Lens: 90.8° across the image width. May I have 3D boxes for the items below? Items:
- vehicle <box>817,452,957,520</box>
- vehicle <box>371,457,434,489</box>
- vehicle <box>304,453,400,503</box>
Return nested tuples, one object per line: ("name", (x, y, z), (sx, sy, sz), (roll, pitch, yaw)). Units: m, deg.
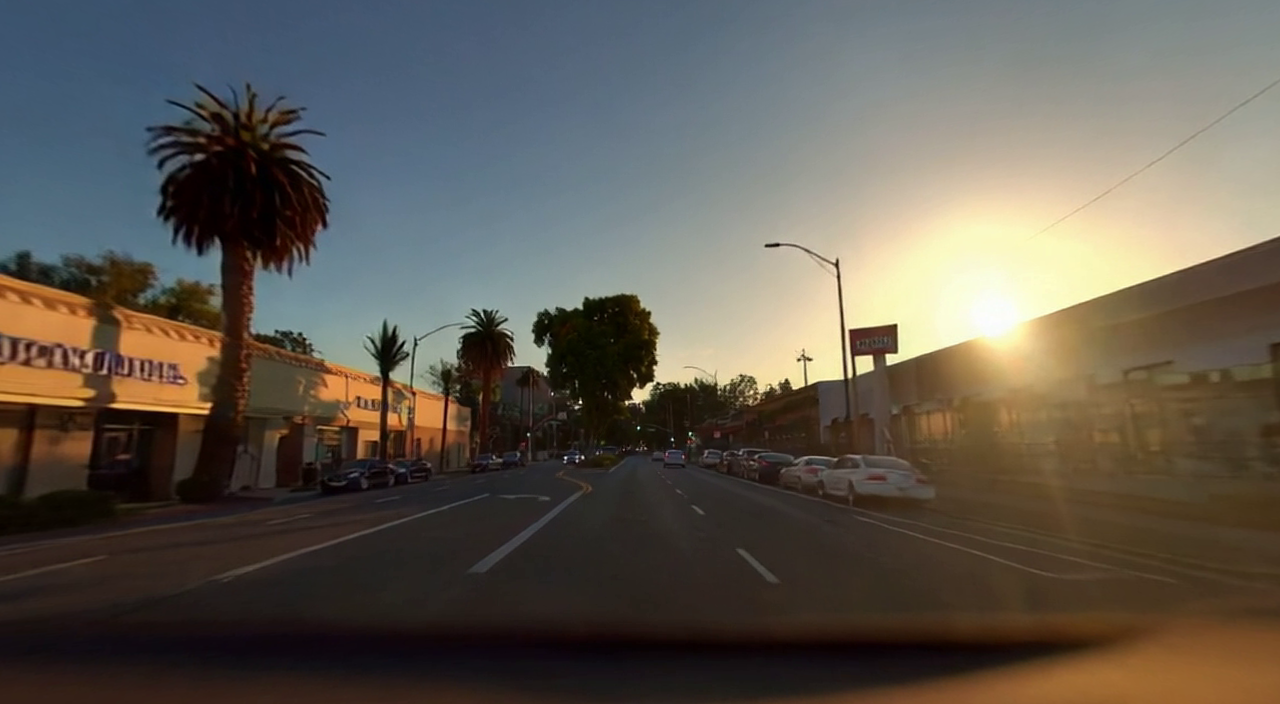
("vehicle", (6.458, 3.515, 17.191), (1.840, 1.503, 4.760), (0, -8, -1))
("vehicle", (-12.862, 6.572, 34.573), (1.838, 1.515, 4.432), (0, -8, -2))
("vehicle", (-12.890, 5.618, 28.692), (1.975, 1.570, 5.265), (-8, -7, -3))
